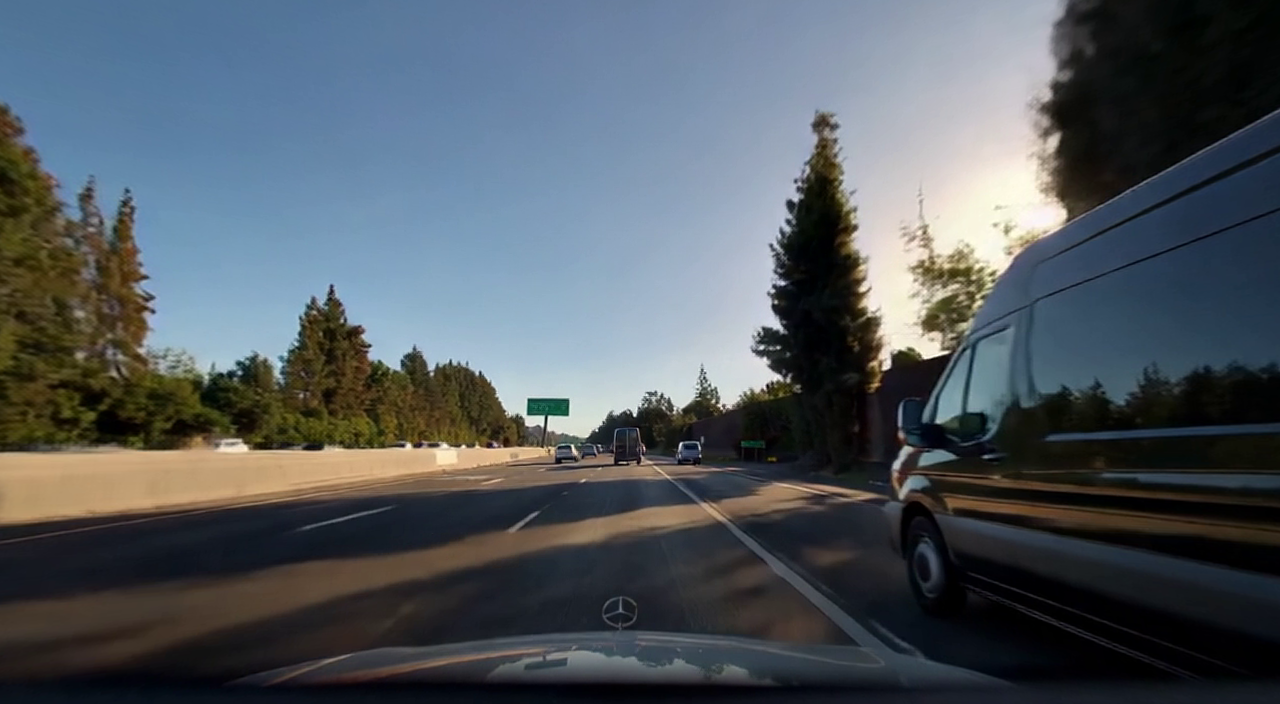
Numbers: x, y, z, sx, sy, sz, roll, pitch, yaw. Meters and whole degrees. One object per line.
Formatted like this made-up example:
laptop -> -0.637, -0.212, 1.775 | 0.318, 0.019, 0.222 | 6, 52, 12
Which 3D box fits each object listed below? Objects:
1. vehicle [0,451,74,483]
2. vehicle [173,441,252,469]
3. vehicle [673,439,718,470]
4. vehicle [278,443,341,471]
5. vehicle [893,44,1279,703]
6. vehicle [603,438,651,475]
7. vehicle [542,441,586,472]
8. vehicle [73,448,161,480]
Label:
vehicle -> -29.013, 5.401, 29.863 | 1.463, 1.405, 3.249 | 0, -9, -1
vehicle -> -29.501, 7.134, 43.801 | 2.111, 1.796, 4.935 | 0, -9, -2
vehicle -> 3.303, 6.173, 38.305 | 2.160, 1.759, 4.214 | 0, -9, -2
vehicle -> -17.821, 5.652, 34.210 | 1.614, 1.437, 3.291 | 0, -9, -1
vehicle -> 3.558, 0.255, 1.999 | 2.631, 2.709, 6.496 | 0, -9, -1
vehicle -> -0.651, 5.379, 32.762 | 2.297, 1.783, 4.355 | 0, -9, -1
vehicle -> -4.328, 6.016, 36.569 | 2.023, 1.709, 4.263 | 0, -9, 0
vehicle -> -25.017, 5.325, 30.350 | 1.448, 1.423, 3.208 | 0, -9, 0
